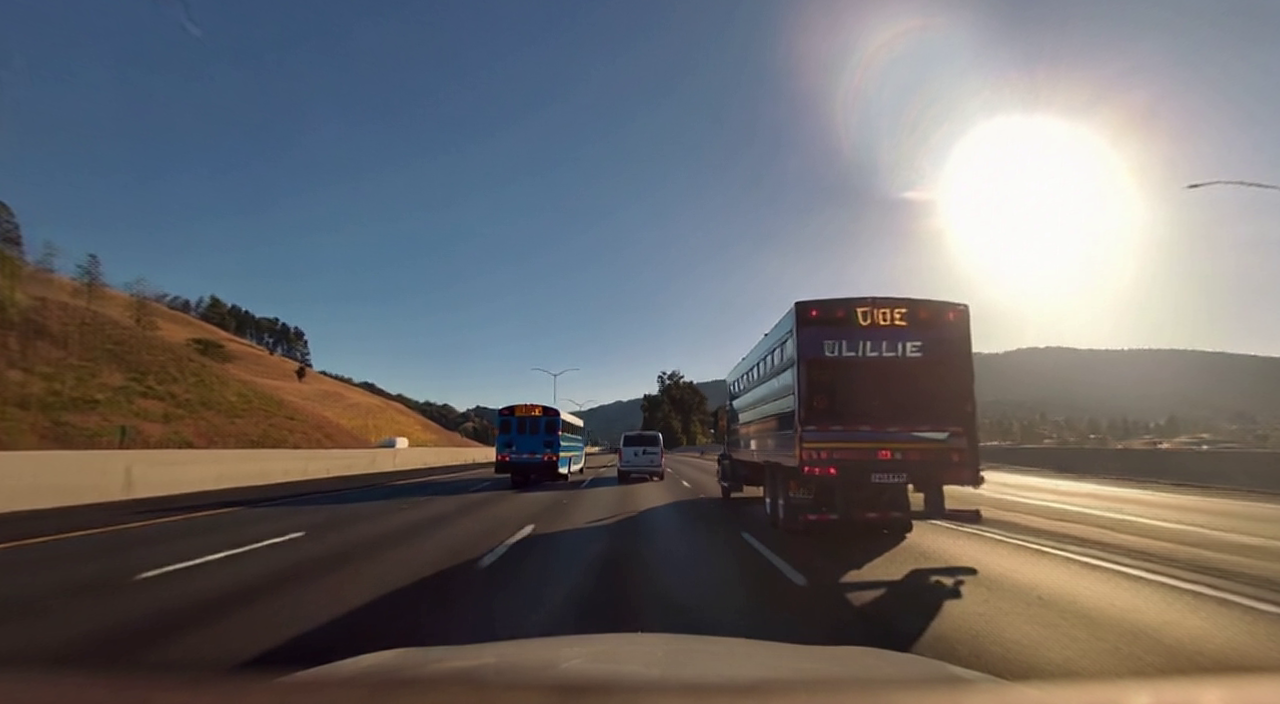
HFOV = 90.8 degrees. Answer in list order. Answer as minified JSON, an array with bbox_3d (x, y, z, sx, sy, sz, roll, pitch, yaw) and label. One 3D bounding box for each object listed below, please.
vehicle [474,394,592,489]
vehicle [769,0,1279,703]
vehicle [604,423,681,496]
[{"bbox_3d":[-3.730,3.455,24.253,2.947,3.009,7.991,0,-9,1],"label":"vehicle"},{"bbox_3d":[4.089,0.219,5.544,3.006,4.101,13.245,0,-9,0],"label":"vehicle"},{"bbox_3d":[0.013,3.184,18.998,2.037,1.929,4.343,0,-9,-1],"label":"vehicle"}]
